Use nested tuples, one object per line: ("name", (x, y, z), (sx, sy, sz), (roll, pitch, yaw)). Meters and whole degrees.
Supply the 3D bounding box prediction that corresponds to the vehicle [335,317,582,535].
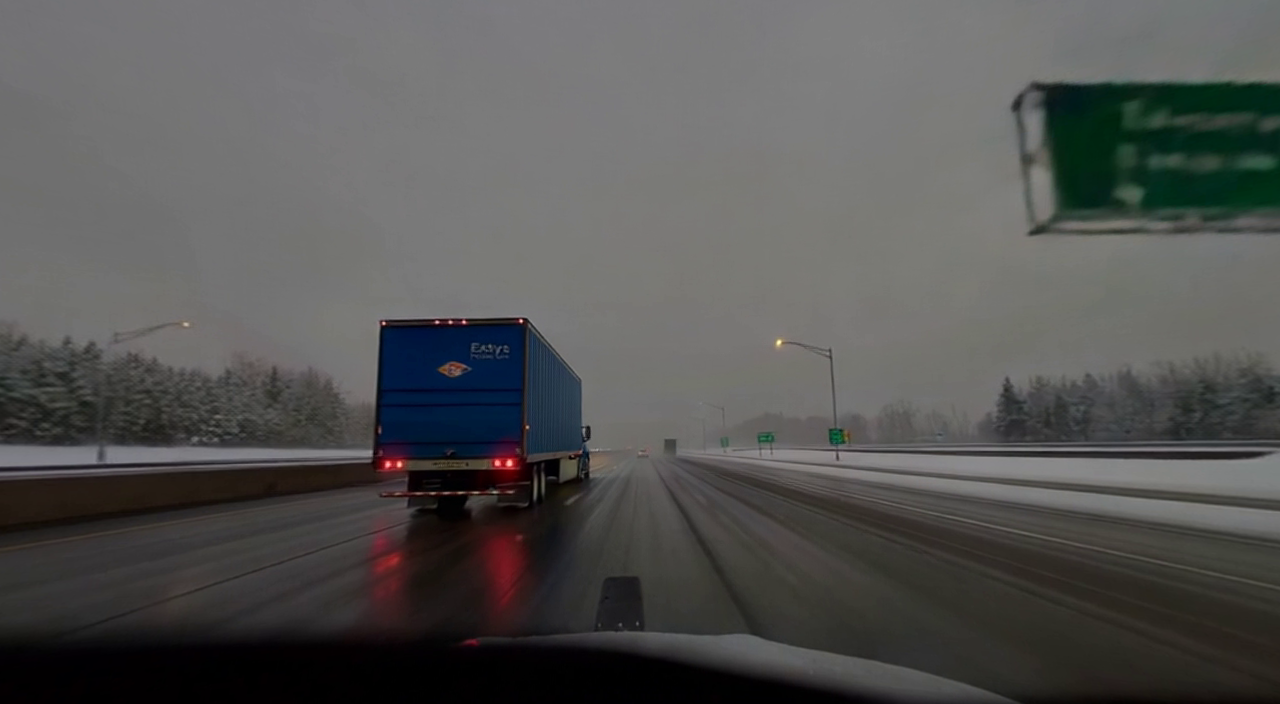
("vehicle", (-3.239, 1.783, 14.196), (2.922, 3.458, 8.360), (0, -9, 1))
